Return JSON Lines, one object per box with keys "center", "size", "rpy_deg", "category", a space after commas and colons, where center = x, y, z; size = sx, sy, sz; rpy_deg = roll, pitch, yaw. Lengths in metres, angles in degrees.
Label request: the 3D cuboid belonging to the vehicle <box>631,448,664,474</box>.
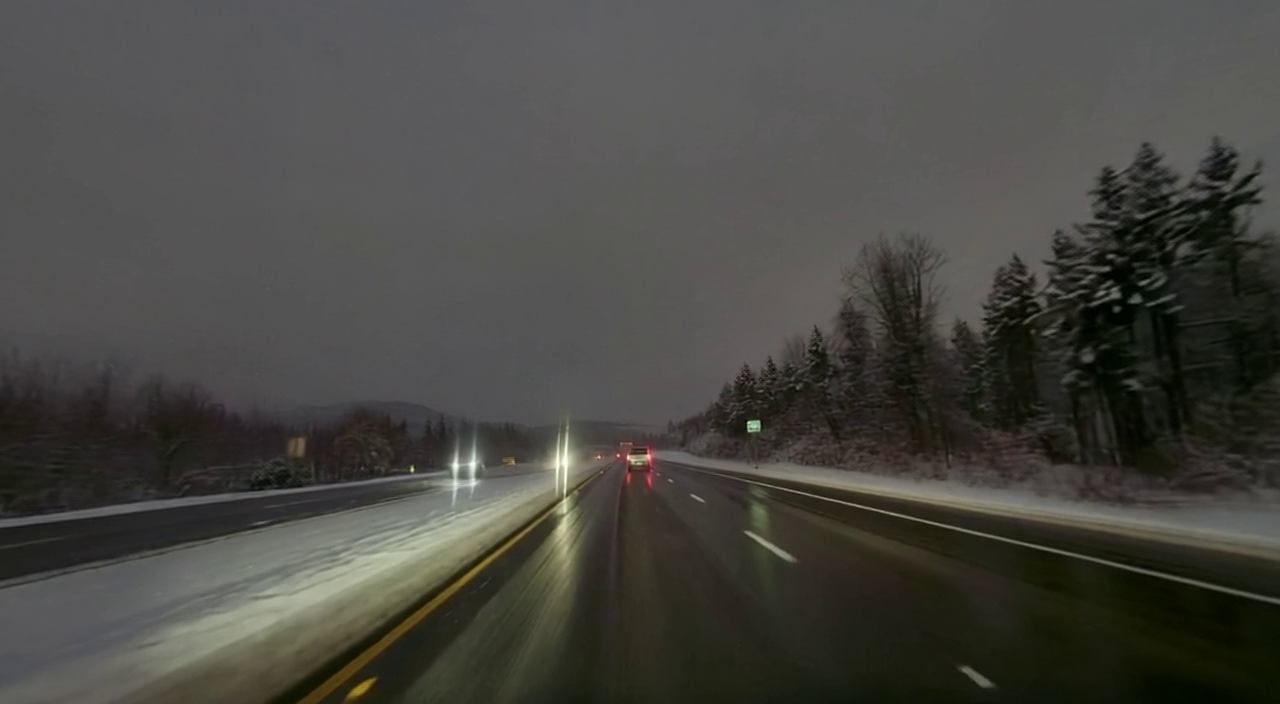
{"center": [0.459, 7.483, 43.369], "size": [2.160, 1.691, 4.243], "rpy_deg": [0, -9, -1], "category": "vehicle"}
